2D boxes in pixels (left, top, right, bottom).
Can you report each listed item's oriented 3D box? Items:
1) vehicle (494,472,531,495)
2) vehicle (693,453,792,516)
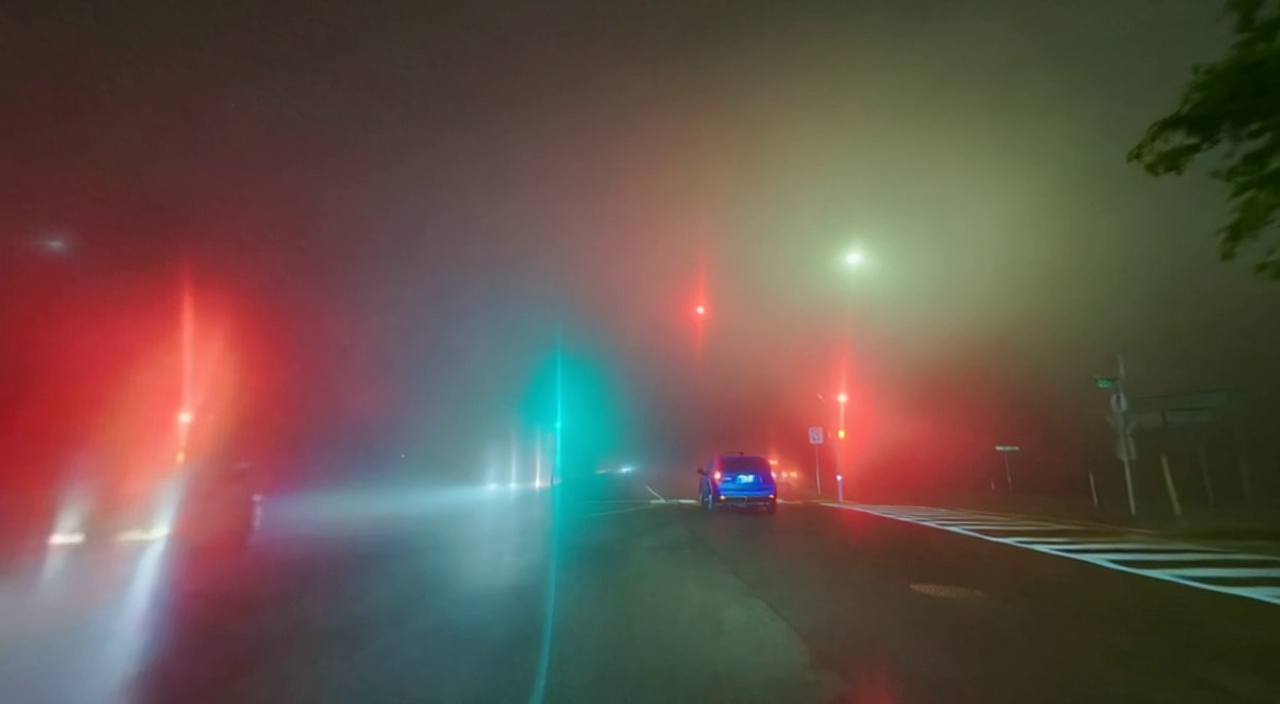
[{"bbox_3d":[-9.027,9.317,45.056,1.818,1.397,4.026,0,-9,-1],"label":"vehicle"},{"bbox_3d":[2.966,3.975,19.543,2.140,1.655,4.786,0,-9,-1],"label":"vehicle"}]
